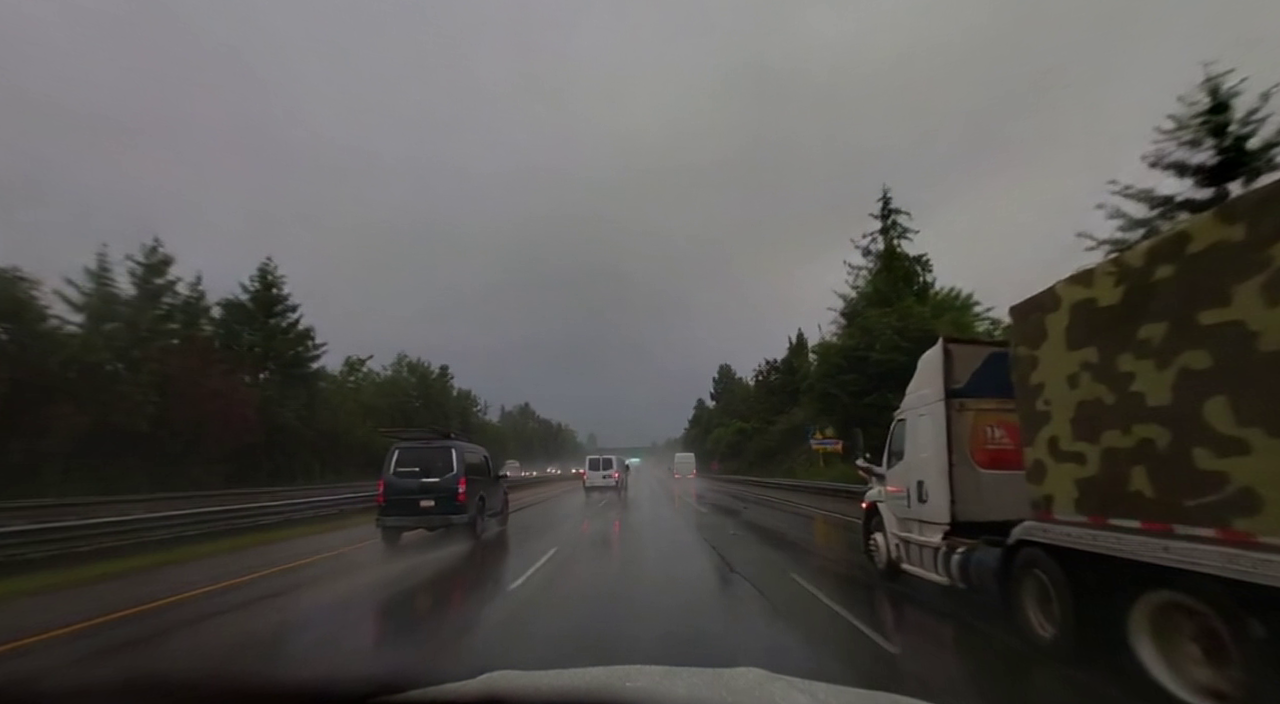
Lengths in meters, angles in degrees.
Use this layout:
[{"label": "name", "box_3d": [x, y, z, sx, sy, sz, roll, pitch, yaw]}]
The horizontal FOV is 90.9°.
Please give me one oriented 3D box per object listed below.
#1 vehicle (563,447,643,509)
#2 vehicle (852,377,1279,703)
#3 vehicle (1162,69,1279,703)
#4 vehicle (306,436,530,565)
[{"label": "vehicle", "box_3d": [-1.180, 4.515, 22.792, 2.378, 1.930, 5.086, 0, -11, 2]}, {"label": "vehicle", "box_3d": [3.996, 1.520, 6.008, 2.157, 1.840, 4.999, 1, -11, 0]}, {"label": "vehicle", "box_3d": [4.049, -0.056, 0.471, 2.703, 2.988, 5.097, 1, -11, -1]}, {"label": "vehicle", "box_3d": [-3.356, 2.382, 10.623, 2.124, 1.671, 4.262, 1, -11, 1]}]
